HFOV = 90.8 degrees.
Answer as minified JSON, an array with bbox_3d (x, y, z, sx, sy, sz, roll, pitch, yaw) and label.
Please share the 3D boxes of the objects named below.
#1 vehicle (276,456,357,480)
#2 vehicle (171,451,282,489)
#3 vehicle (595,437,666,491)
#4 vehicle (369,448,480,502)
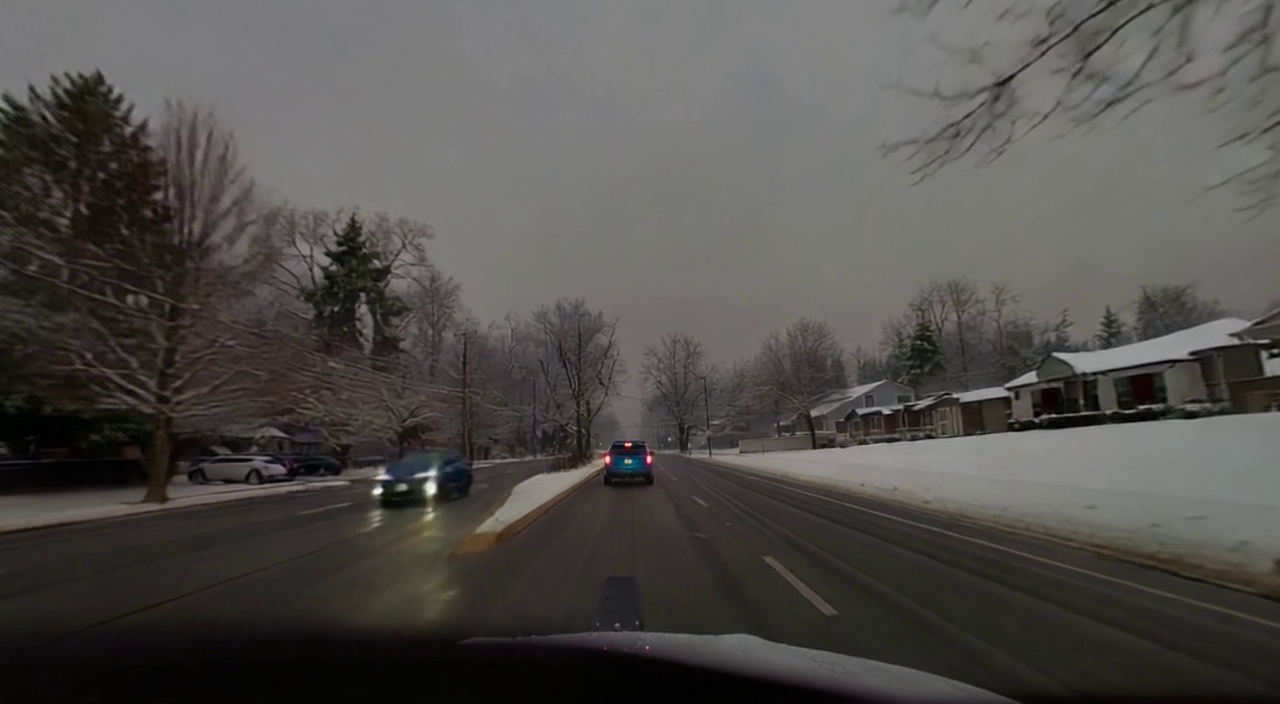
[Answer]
[{"bbox_3d":[-21.609,7.747,42.299,4.366,1.526,1.921,0,-9,0],"label":"vehicle"},{"bbox_3d":[-21.614,6.163,33.168,4.470,1.917,1.932,-1,-9,3],"label":"vehicle"},{"bbox_3d":[-0.272,3.743,21.432,2.181,1.639,4.127,0,-9,1],"label":"vehicle"},{"bbox_3d":[-6.582,3.773,19.891,1.907,1.471,4.455,0,-9,0],"label":"vehicle"}]
